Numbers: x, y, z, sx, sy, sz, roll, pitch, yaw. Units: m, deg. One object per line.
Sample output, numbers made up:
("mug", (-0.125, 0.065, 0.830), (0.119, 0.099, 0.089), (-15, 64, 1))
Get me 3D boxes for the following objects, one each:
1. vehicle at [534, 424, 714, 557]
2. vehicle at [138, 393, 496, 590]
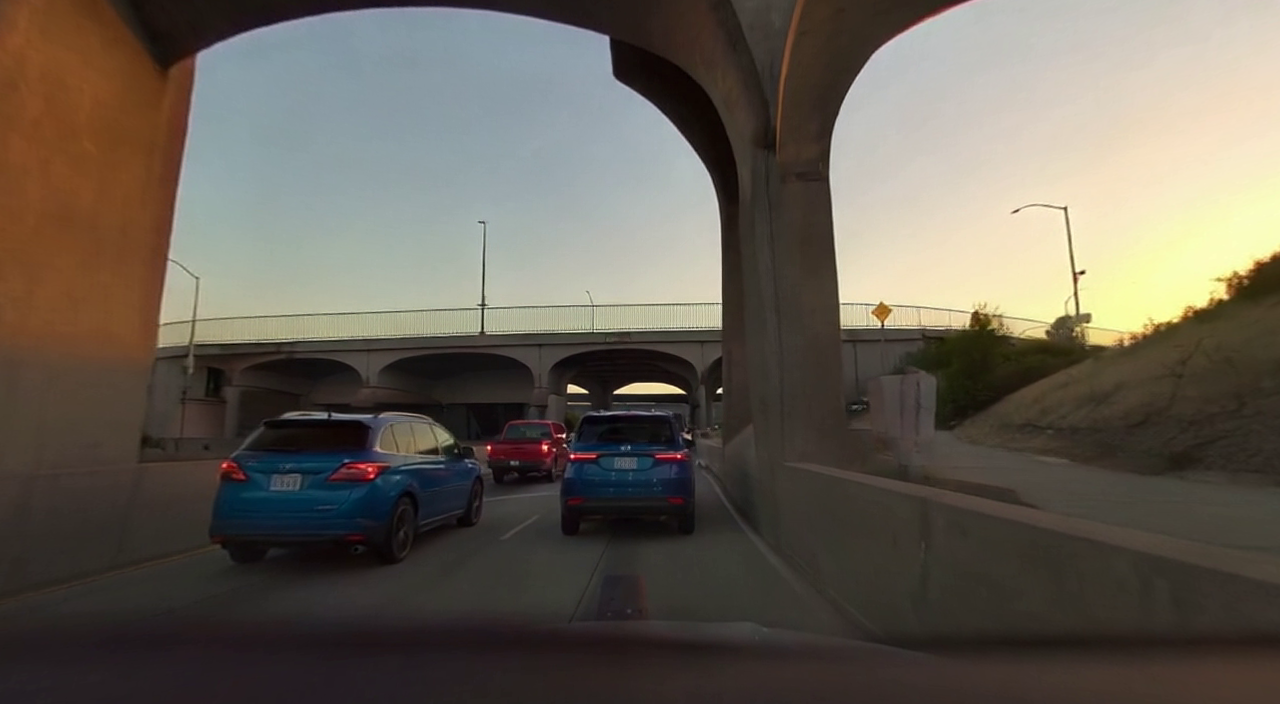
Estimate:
("vehicle", (-0.096, 1.863, 9.205), (2.020, 1.478, 4.092), (-1, -8, 3))
("vehicle", (-3.454, 1.595, 8.041), (2.017, 1.761, 4.572), (0, -8, 2))
